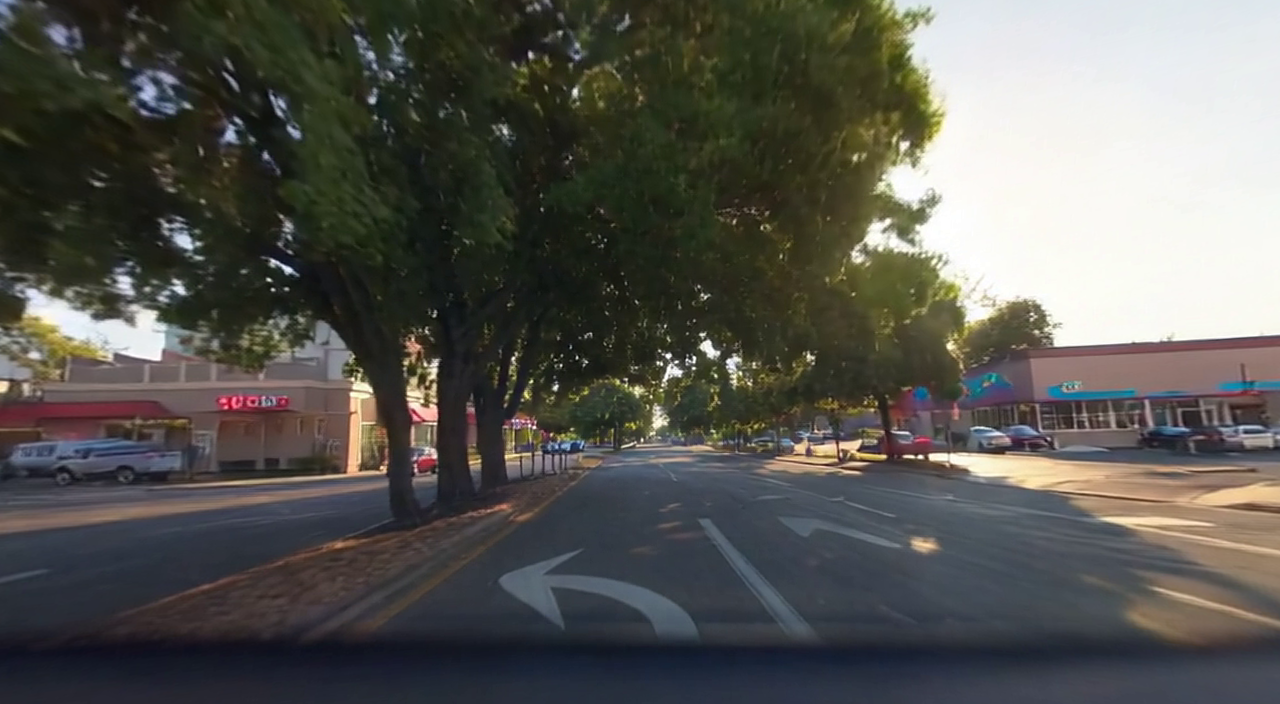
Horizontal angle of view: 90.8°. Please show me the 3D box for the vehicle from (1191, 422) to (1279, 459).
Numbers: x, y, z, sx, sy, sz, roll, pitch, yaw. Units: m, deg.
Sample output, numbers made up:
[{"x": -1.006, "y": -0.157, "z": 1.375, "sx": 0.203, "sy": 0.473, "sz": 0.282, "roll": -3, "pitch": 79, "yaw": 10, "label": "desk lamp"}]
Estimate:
[{"x": 26.543, "y": 3.797, "z": 27.039, "sx": 1.836, "sy": 1.497, "sz": 4.419, "roll": 0, "pitch": -8, "yaw": 0, "label": "vehicle"}]

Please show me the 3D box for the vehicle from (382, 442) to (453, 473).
[{"x": -11.787, "y": 5.635, "z": 33.906, "sx": 1.997, "sy": 1.516, "sz": 4.790, "roll": 0, "pitch": -8, "yaw": 1, "label": "vehicle"}]

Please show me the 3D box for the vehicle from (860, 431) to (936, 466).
[{"x": 13.639, "y": 5.137, "z": 33.715, "sx": 1.987, "sy": 1.694, "sz": 4.523, "roll": 0, "pitch": -8, "yaw": -1, "label": "vehicle"}]
